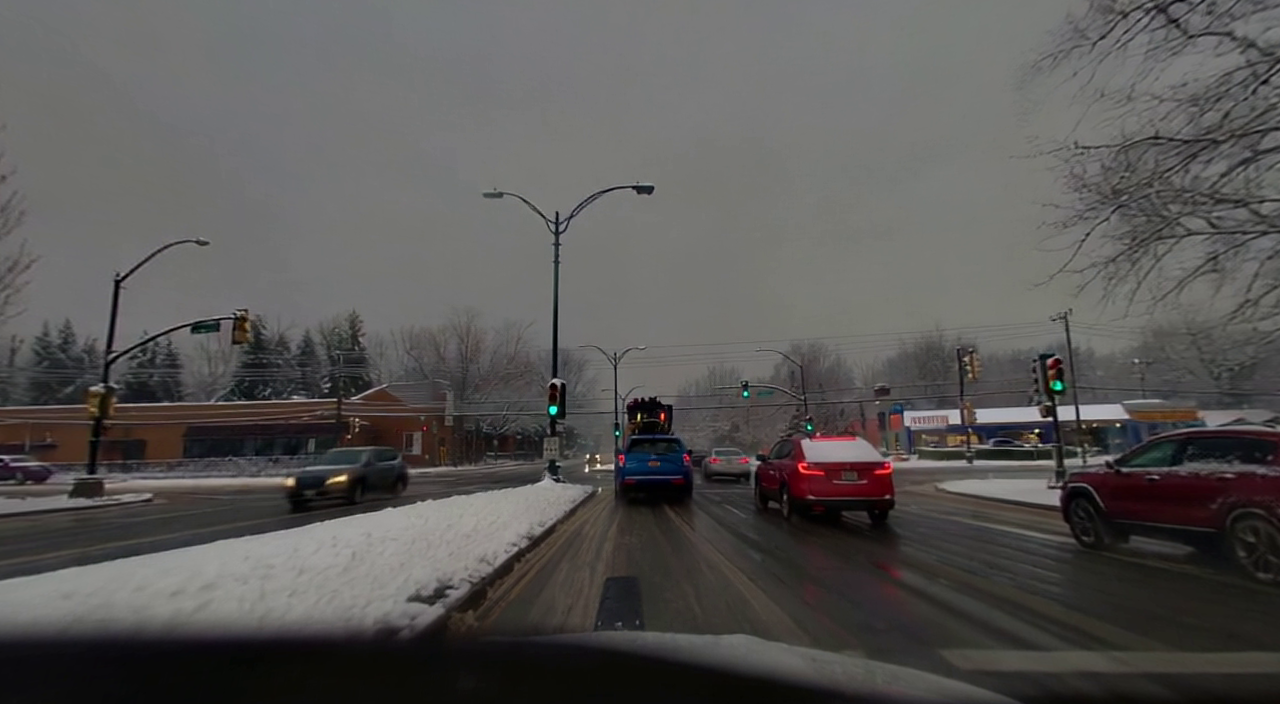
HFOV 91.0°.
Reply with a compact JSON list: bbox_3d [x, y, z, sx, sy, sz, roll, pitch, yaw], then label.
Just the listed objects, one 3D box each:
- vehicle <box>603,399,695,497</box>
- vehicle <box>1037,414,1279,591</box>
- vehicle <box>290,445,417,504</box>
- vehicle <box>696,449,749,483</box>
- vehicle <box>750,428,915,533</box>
[{"bbox_3d":[0.253,2.787,18.423,2.370,2.518,3.858,0,-8,1],"label":"vehicle"},{"bbox_3d":[7.178,1.669,7.487,1.982,1.698,4.408,0,-9,0],"label":"vehicle"},{"bbox_3d":[-8.449,3.617,19.051,1.889,1.576,4.044,0,-9,0],"label":"vehicle"},{"bbox_3d":[4.018,5.604,31.313,1.967,1.515,4.378,0,-9,-1],"label":"vehicle"},{"bbox_3d":[3.648,2.509,12.899,2.025,1.754,4.311,0,-9,0],"label":"vehicle"}]
